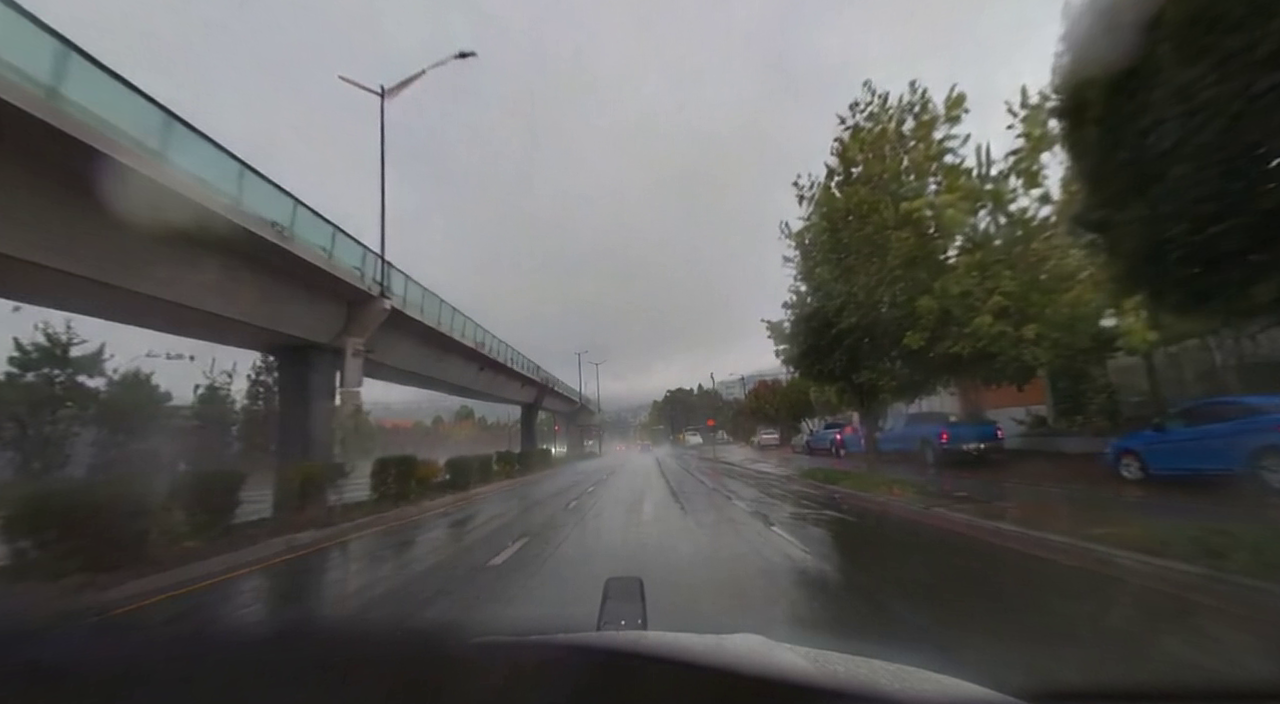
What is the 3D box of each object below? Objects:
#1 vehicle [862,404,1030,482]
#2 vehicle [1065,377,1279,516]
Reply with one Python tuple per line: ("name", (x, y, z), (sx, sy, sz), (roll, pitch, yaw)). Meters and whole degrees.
("vehicle", (10.381, 3.213, 22.215), (2.445, 2.272, 6.461), (-1, -8, -2))
("vehicle", (10.249, 1.516, 10.752), (2.138, 1.805, 5.011), (-11, -8, -1))
